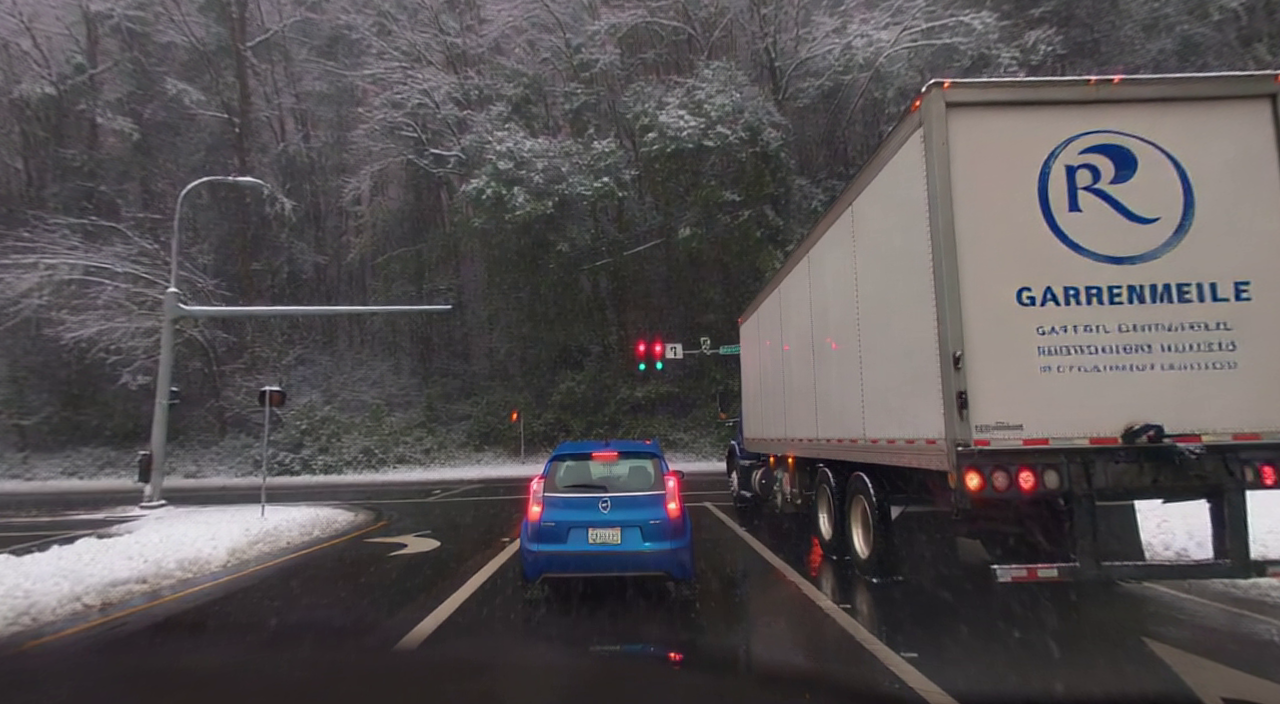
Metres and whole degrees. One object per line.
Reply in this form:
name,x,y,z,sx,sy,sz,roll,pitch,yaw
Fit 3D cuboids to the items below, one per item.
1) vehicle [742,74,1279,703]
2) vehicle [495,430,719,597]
vehicle,3.522,0.845,8.545,2.884,3.753,9.763,0,-9,1
vehicle,-0.327,1.711,7.426,1.975,1.457,3.526,0,-9,-1
